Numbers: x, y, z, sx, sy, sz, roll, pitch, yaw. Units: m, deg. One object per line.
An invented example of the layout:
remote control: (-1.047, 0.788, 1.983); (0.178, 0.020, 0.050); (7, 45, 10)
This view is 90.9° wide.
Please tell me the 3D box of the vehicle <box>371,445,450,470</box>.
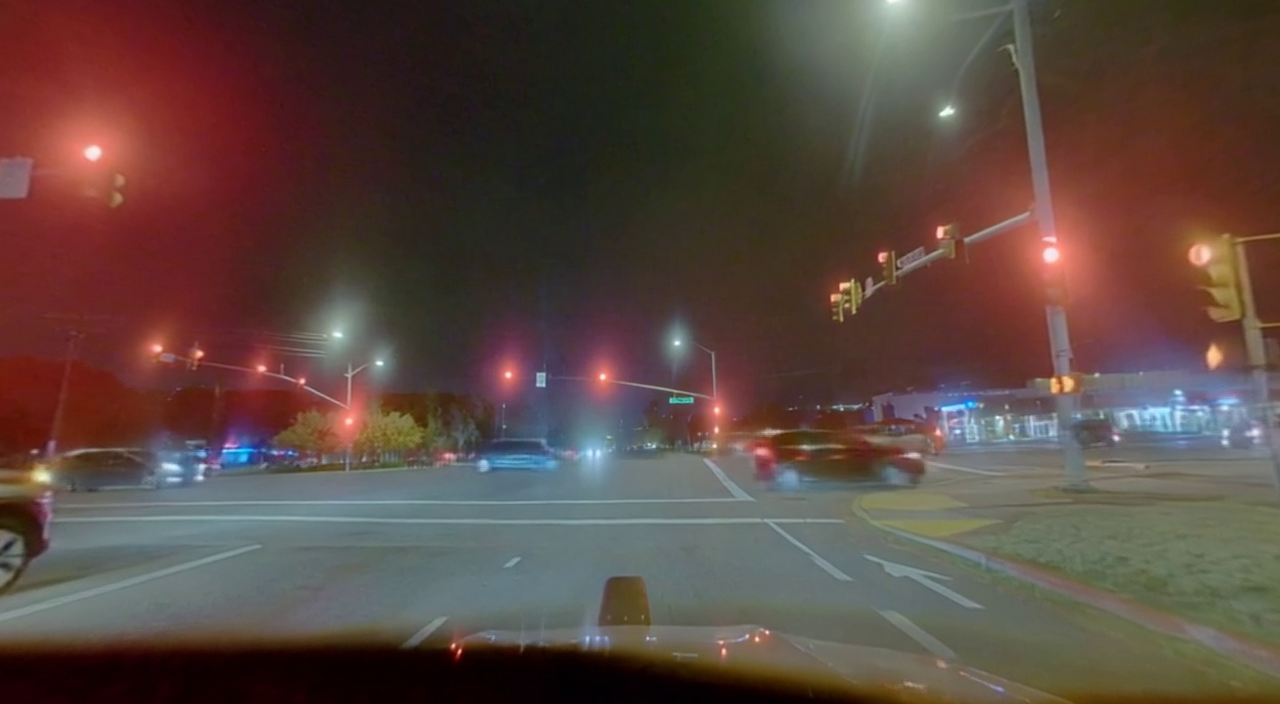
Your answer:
vehicle: (-16.696, 7.700, 46.018); (4.939, 1.770, 2.001); (-1, -9, 5)

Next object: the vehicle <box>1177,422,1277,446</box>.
vehicle: (37.616, 5.304, 40.464); (4.377, 1.491, 1.734); (-1, -9, 6)

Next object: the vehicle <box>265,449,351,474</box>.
vehicle: (-20.612, 6.816, 39.201); (4.459, 1.477, 1.754); (-1, -9, 5)

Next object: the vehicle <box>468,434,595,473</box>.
vehicle: (-4.379, 4.167, 25.909); (4.793, 1.473, 1.878); (-1, -9, 6)

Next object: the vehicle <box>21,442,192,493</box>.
vehicle: (-20.032, 4.336, 23.808); (4.673, 1.740, 2.150); (-2, -9, 5)

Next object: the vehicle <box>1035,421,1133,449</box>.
vehicle: (26.606, 4.989, 37.872); (4.397, 1.582, 1.820); (-1, -9, 5)

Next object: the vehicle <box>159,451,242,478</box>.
vehicle: (-30.324, 7.772, 43.576); (4.466, 1.767, 1.839); (-1, -9, 6)

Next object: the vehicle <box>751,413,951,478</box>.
vehicle: (5.632, 2.600, 17.440); (4.865, 1.663, 1.962); (-1, -9, 6)
